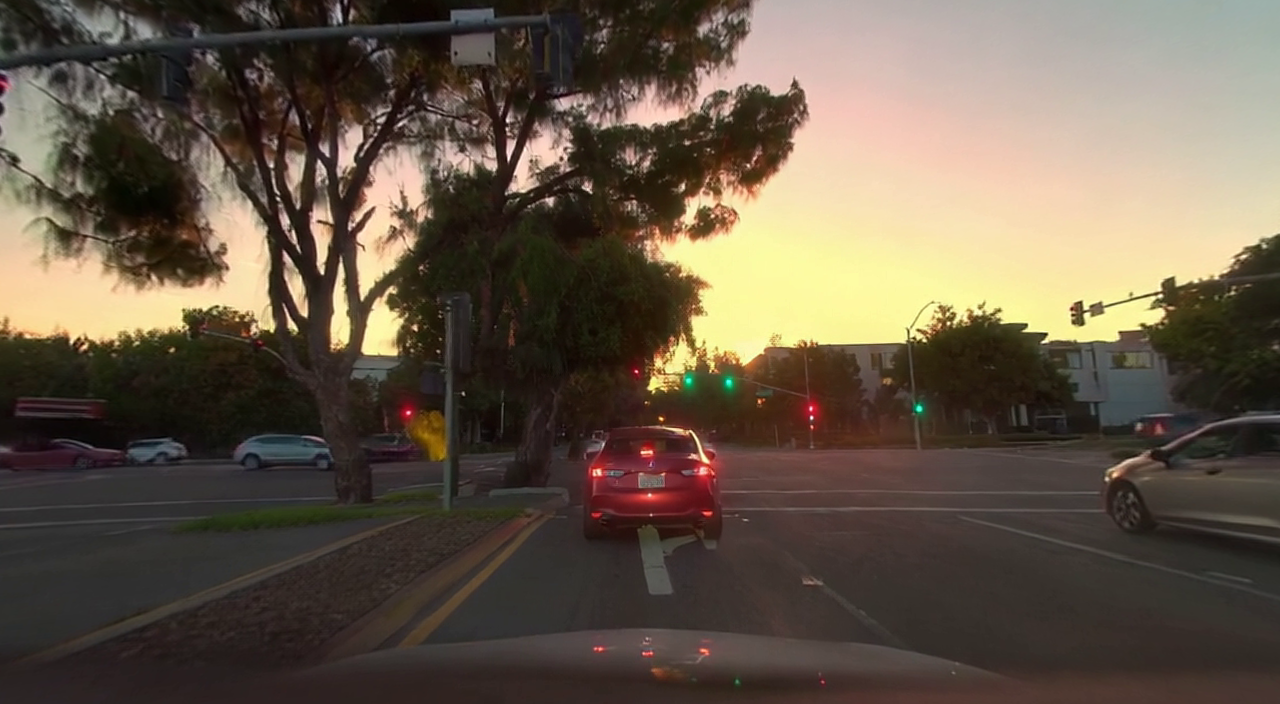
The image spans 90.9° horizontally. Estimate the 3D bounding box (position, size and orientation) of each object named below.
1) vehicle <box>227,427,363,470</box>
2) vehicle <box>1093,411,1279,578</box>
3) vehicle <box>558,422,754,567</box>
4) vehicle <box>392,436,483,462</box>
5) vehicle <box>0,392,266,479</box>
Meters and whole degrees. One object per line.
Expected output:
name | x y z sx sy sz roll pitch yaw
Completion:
vehicle | -15.223 4.275 28.054 4.833 1.784 2.027 0 -8 1
vehicle | 7.075 1.397 6.273 1.901 1.577 4.348 0 -8 0
vehicle | 0.121 1.768 8.553 2.041 1.485 3.813 0 -8 -1
vehicle | -11.710 5.630 36.668 4.667 1.450 1.818 0 -8 0
vehicle | -20.728 3.258 24.487 10.544 3.126 2.909 -1 -8 1
